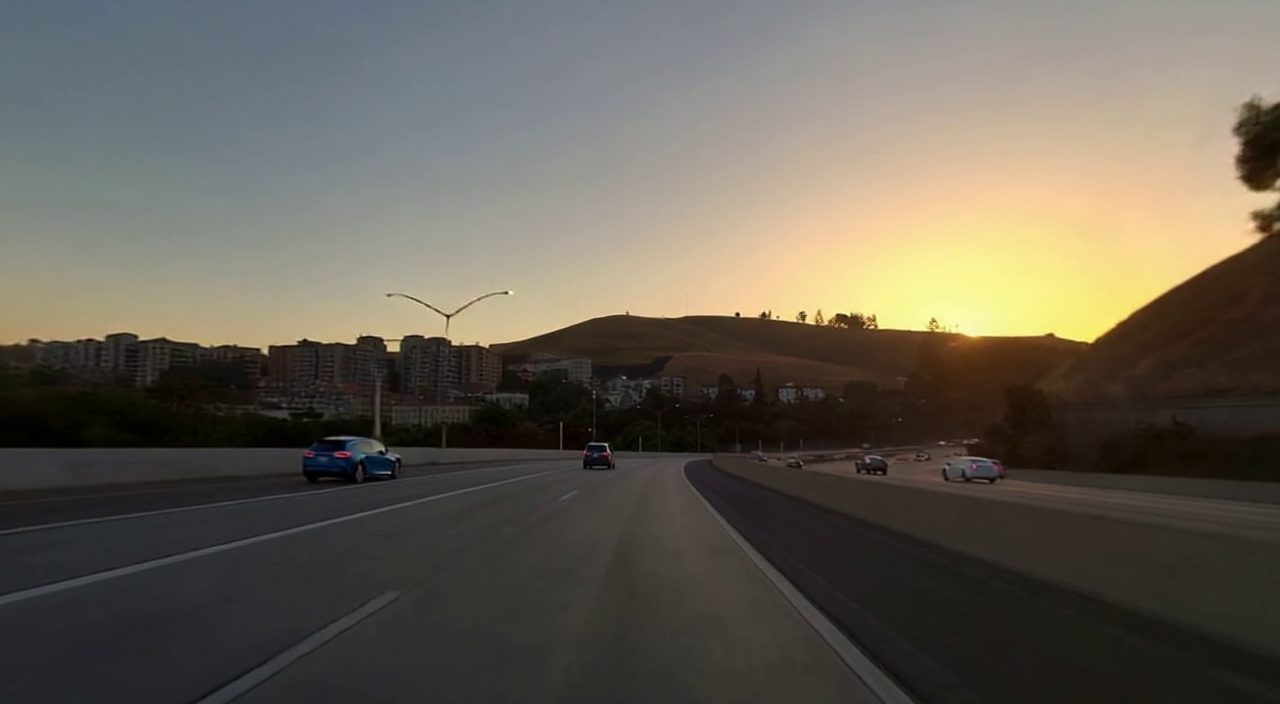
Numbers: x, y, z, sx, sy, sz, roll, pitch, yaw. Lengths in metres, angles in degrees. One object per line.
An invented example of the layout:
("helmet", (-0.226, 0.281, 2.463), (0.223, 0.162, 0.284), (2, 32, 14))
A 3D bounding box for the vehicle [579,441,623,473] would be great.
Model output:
("vehicle", (-2.236, 6.185, 37.313), (2.028, 1.782, 4.150), (-1, -8, 4))

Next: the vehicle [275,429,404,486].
("vehicle", (-10.256, 3.636, 22.032), (2.039, 1.746, 4.528), (0, -8, 3))

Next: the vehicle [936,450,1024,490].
("vehicle", (14.915, 5.145, 27.970), (1.786, 1.559, 4.496), (-1, -8, 5))
